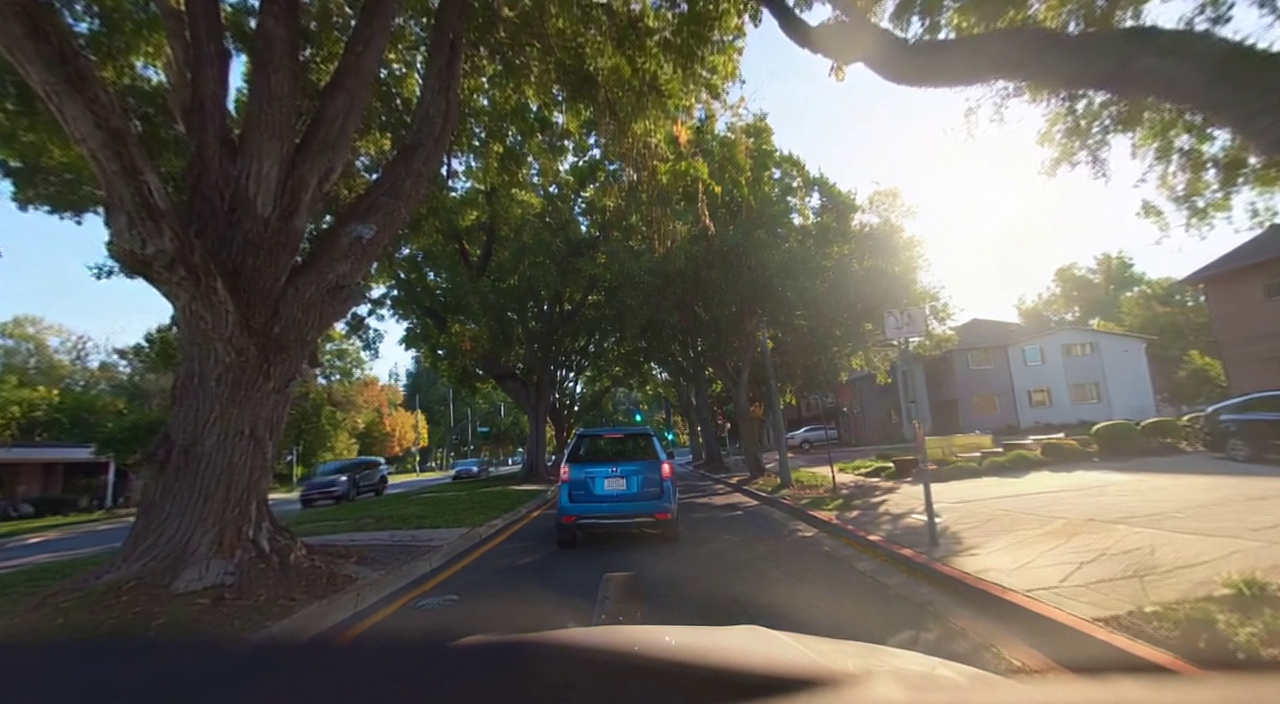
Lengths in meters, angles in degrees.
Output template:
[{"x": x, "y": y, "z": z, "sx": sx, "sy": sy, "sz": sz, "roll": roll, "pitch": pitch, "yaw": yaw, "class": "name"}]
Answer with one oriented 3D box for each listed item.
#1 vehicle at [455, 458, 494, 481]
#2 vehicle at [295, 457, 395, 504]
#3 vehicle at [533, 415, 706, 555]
[{"x": -12.182, "y": 8.653, "z": 46.705, "sx": 1.714, "sy": 1.578, "sz": 4.218, "roll": 0, "pitch": -9, "yaw": 0, "class": "vehicle"}, {"x": -12.255, "y": 5.347, "z": 26.633, "sx": 1.971, "sy": 1.718, "sz": 4.539, "roll": 0, "pitch": -9, "yaw": 1, "class": "vehicle"}, {"x": -0.253, "y": 1.947, "z": 9.831, "sx": 2.136, "sy": 1.703, "sz": 3.910, "roll": 0, "pitch": -9, "yaw": 0, "class": "vehicle"}]
